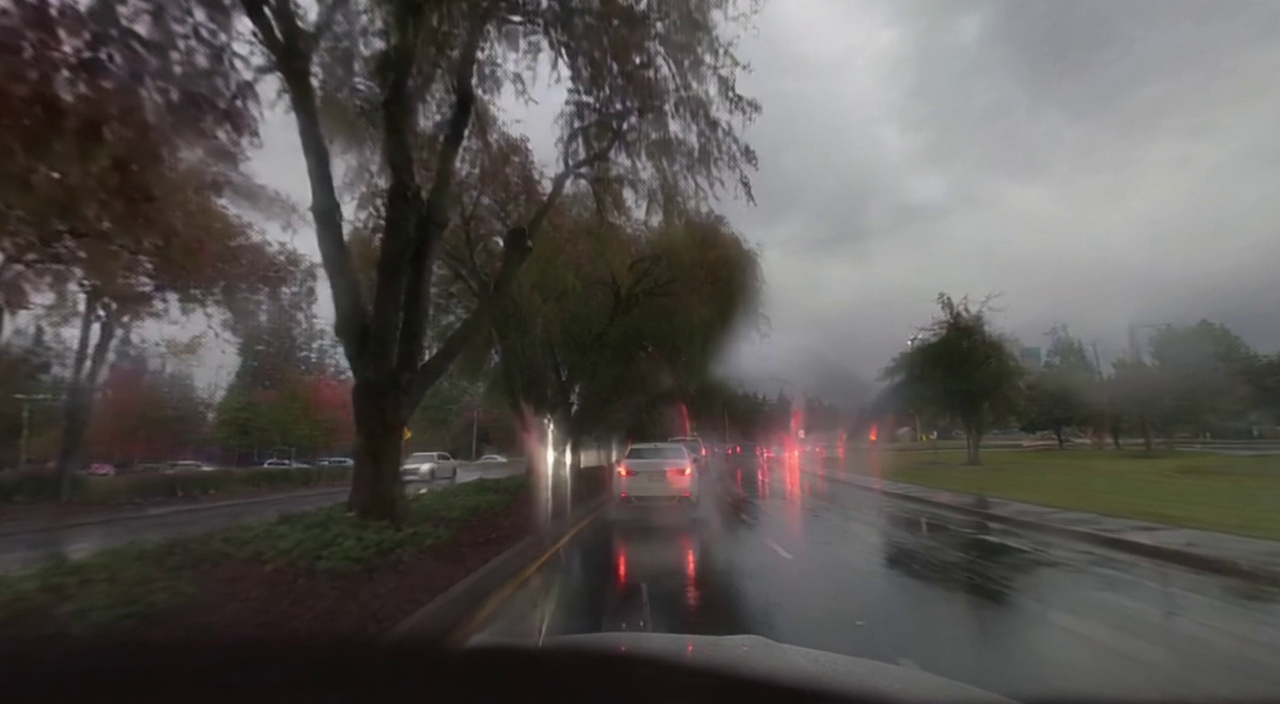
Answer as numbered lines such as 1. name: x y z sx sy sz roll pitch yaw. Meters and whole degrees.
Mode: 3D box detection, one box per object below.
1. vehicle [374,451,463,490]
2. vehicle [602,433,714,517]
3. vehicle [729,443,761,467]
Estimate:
1. vehicle: -9.488 5.105 27.491 1.909 1.468 4.597 -1 -8 5
2. vehicle: 0.466 2.662 14.138 2.154 1.585 3.997 -1 -8 4
3. vehicle: 7.076 6.964 42.737 1.984 1.507 4.359 -1 -8 7
